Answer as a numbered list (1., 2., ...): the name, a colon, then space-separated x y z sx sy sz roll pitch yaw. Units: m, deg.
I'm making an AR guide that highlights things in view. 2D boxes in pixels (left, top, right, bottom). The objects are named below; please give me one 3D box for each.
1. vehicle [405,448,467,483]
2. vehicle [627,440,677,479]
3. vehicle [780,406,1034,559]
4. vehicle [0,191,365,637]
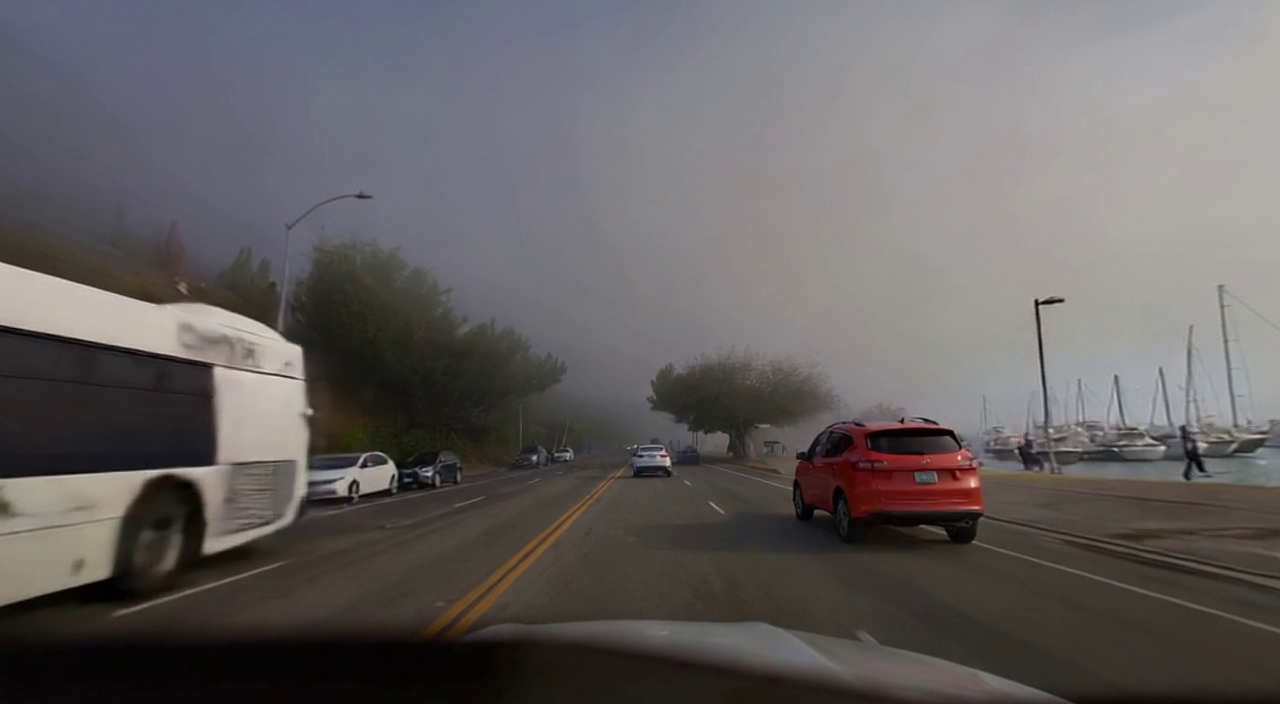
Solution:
1. vehicle: -10.138 5.632 31.570 1.701 1.528 3.881 -1 -8 1
2. vehicle: 0.497 4.876 28.771 2.132 1.632 3.838 0 -9 0
3. vehicle: 3.699 1.897 9.827 2.000 1.809 4.405 0 -9 0
4. vehicle: -6.303 0.717 6.422 2.781 3.405 8.989 -1 -9 1
